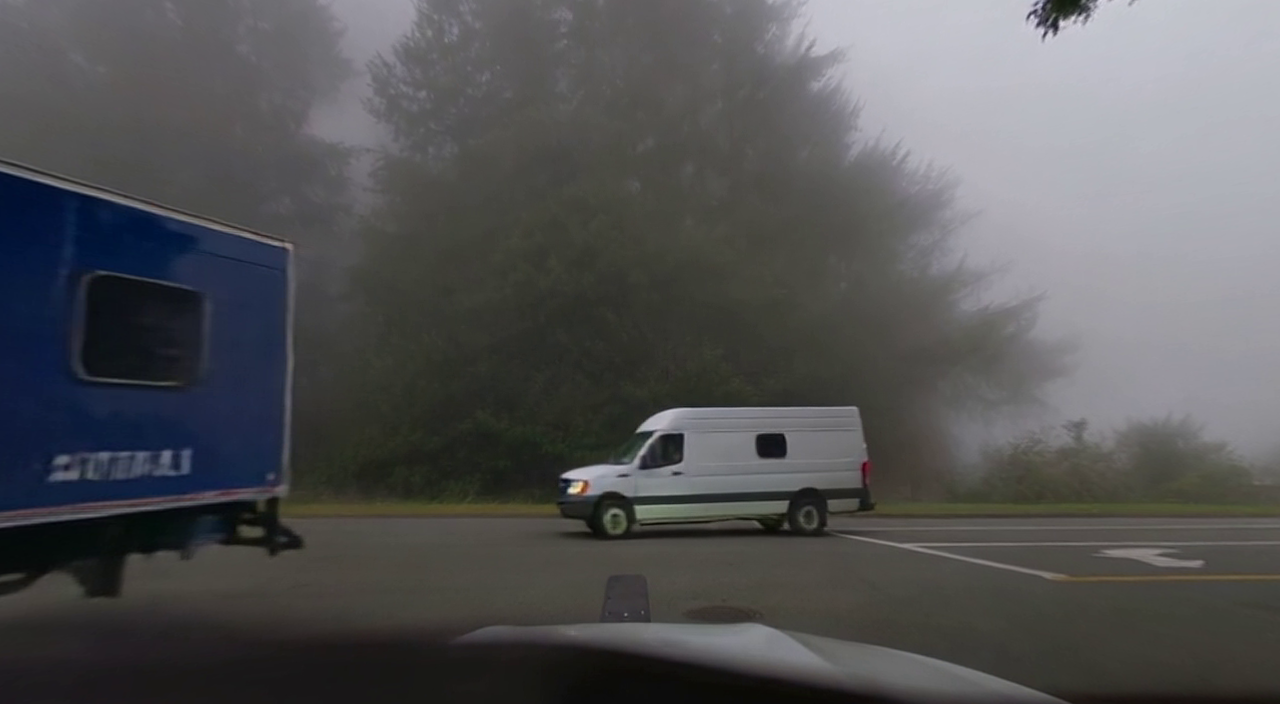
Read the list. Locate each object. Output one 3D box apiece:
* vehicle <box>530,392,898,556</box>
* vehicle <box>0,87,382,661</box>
[{"bbox_3d":[1.114,2.047,11.070,5.923,2.424,2.247,1,-9,-11],"label":"vehicle"},{"bbox_3d":[-6.402,-0.061,2.847,2.740,3.622,9.765,-6,-10,32],"label":"vehicle"}]
